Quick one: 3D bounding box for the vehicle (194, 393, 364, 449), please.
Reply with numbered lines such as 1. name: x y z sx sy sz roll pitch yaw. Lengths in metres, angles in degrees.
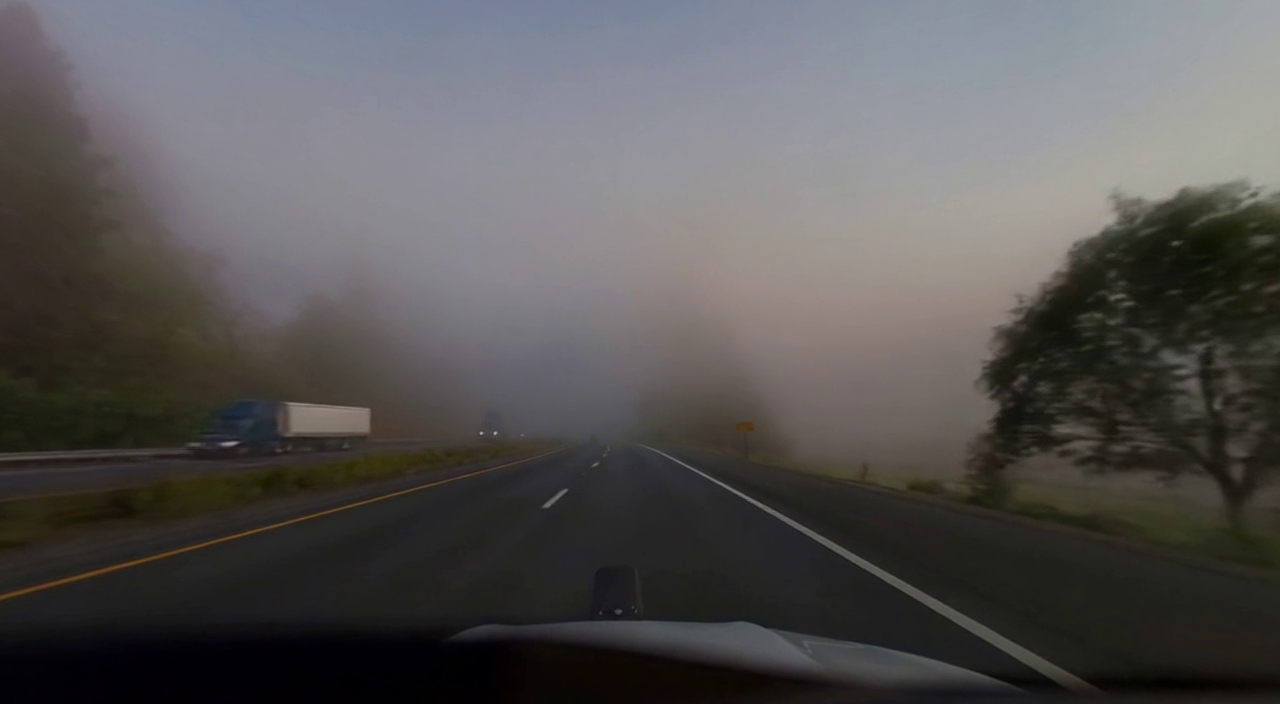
1. vehicle: -17.510 3.558 31.560 3.237 2.392 9.149 0 -8 -1
